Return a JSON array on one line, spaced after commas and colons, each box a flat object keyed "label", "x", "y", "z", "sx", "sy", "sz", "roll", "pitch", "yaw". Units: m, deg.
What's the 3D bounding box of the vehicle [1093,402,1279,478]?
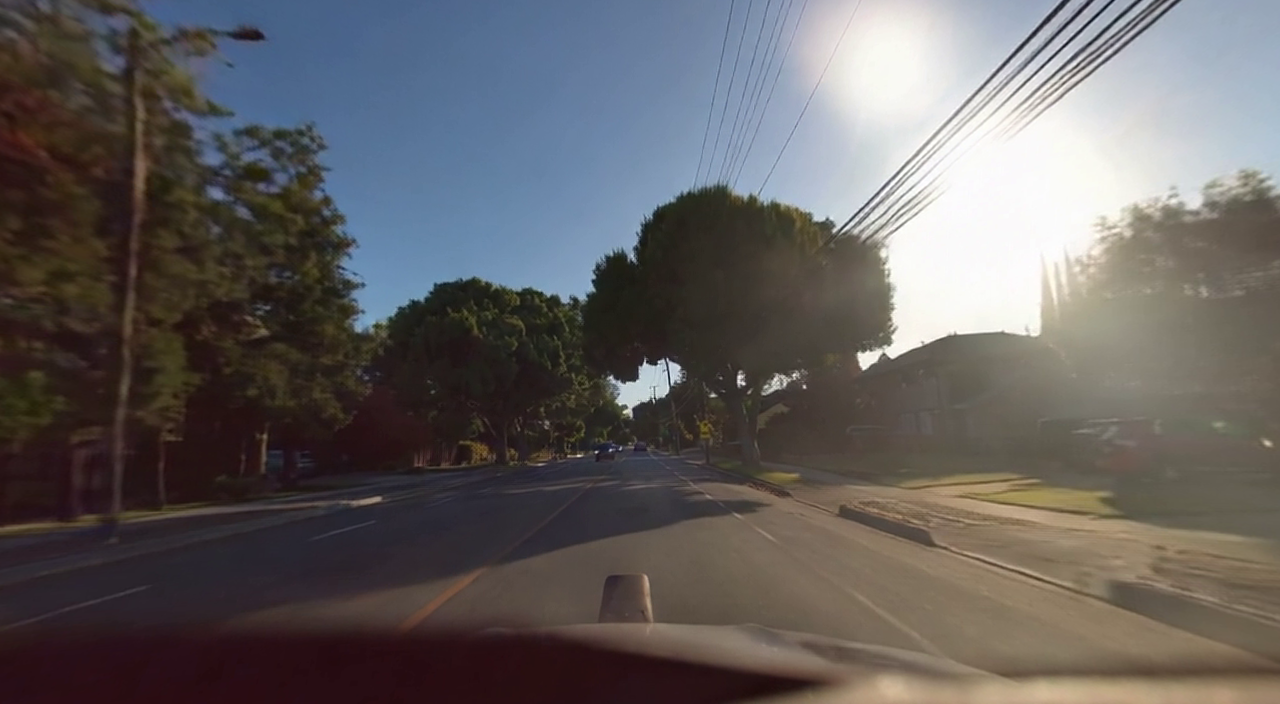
[{"label": "vehicle", "x": 14.129, "y": 2.131, "z": 15.404, "sx": 4.512, "sy": 1.701, "sz": 2.017, "roll": 0, "pitch": -8, "yaw": -1}]
